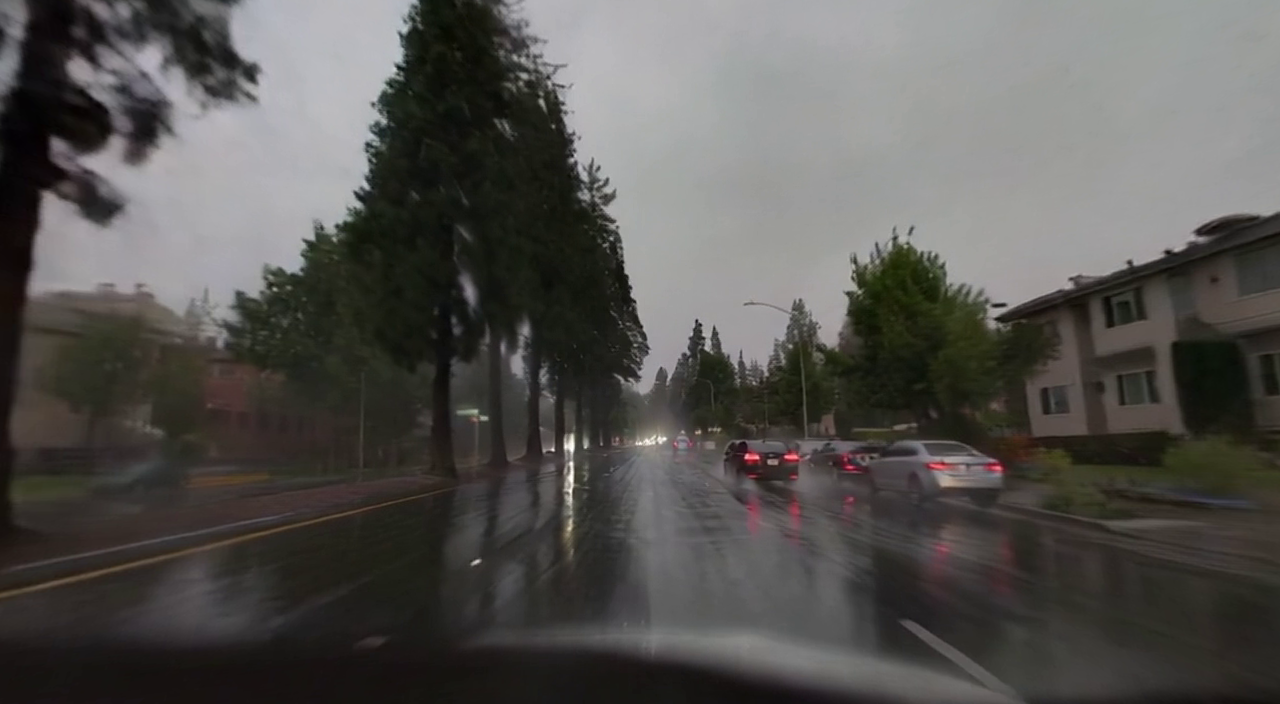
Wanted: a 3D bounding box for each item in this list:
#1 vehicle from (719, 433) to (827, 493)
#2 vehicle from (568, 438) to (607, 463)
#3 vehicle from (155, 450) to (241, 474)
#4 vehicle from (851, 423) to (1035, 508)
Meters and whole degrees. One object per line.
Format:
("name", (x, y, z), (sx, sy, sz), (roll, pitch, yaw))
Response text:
("vehicle", (3.631, 3.128, 18.168), (2.128, 1.502, 4.572), (0, -8, 0))
("vehicle", (-3.289, 6.322, 40.497), (2.049, 1.485, 4.656), (0, -8, 0))
("vehicle", (-30.573, 7.581, 43.659), (2.058, 1.461, 4.498), (-8, -12, 44))
("vehicle", (7.010, 2.685, 15.337), (2.121, 1.727, 4.789), (0, -8, 0))
